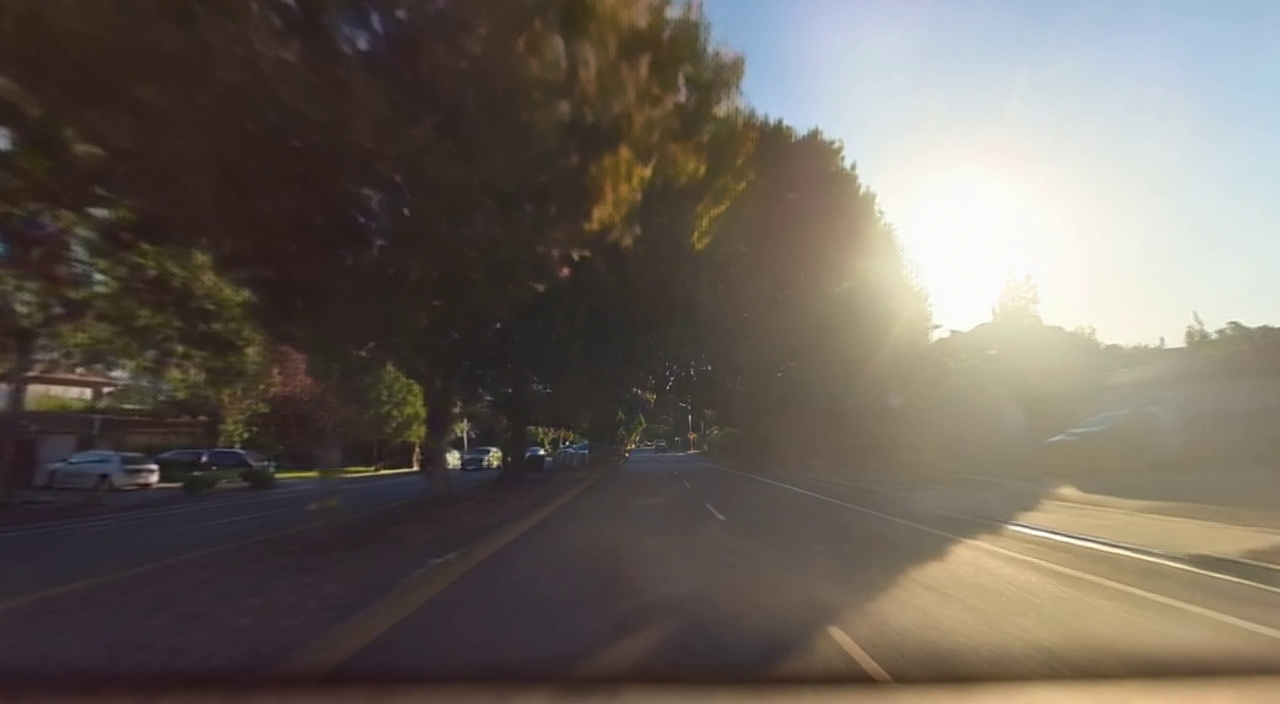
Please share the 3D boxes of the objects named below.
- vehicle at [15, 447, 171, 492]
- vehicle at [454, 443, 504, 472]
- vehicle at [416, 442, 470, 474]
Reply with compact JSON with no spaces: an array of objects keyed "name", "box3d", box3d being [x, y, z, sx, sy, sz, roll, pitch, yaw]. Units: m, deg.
[{"name":"vehicle","box3d":[-22.463,4.820,26.018,4.530,1.769,2.003,0,-9,1]},{"name":"vehicle","box3d":[-9.938,6.541,39.176,1.962,1.680,3.925,0,-9,1]},{"name":"vehicle","box3d":[-14.115,7.587,45.515,2.071,1.899,5.640,-4,-8,1]}]
